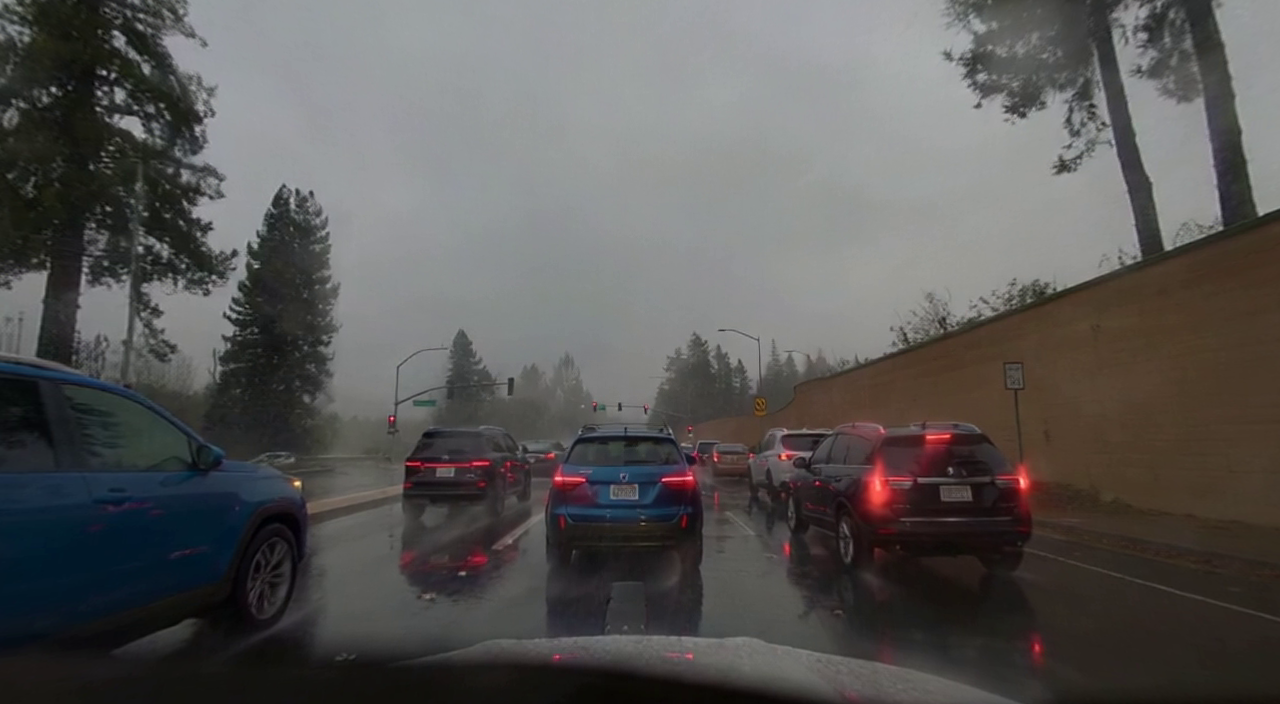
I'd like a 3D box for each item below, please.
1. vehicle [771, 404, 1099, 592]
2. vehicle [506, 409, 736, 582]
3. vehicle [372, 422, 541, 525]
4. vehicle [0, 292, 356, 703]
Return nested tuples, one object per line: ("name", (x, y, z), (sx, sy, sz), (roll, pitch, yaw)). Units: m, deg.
("vehicle", (3.136, 1.641, 7.943), (2.029, 1.702, 4.281), (0, -8, 0))
("vehicle", (-0.157, 1.689, 8.192), (2.245, 1.677, 3.913), (0, -8, 1))
("vehicle", (-3.528, 2.433, 13.222), (2.067, 1.759, 4.631), (0, -8, 1))
("vehicle", (-3.525, 0.839, 3.182), (2.070, 1.913, 4.450), (0, -8, 0))
